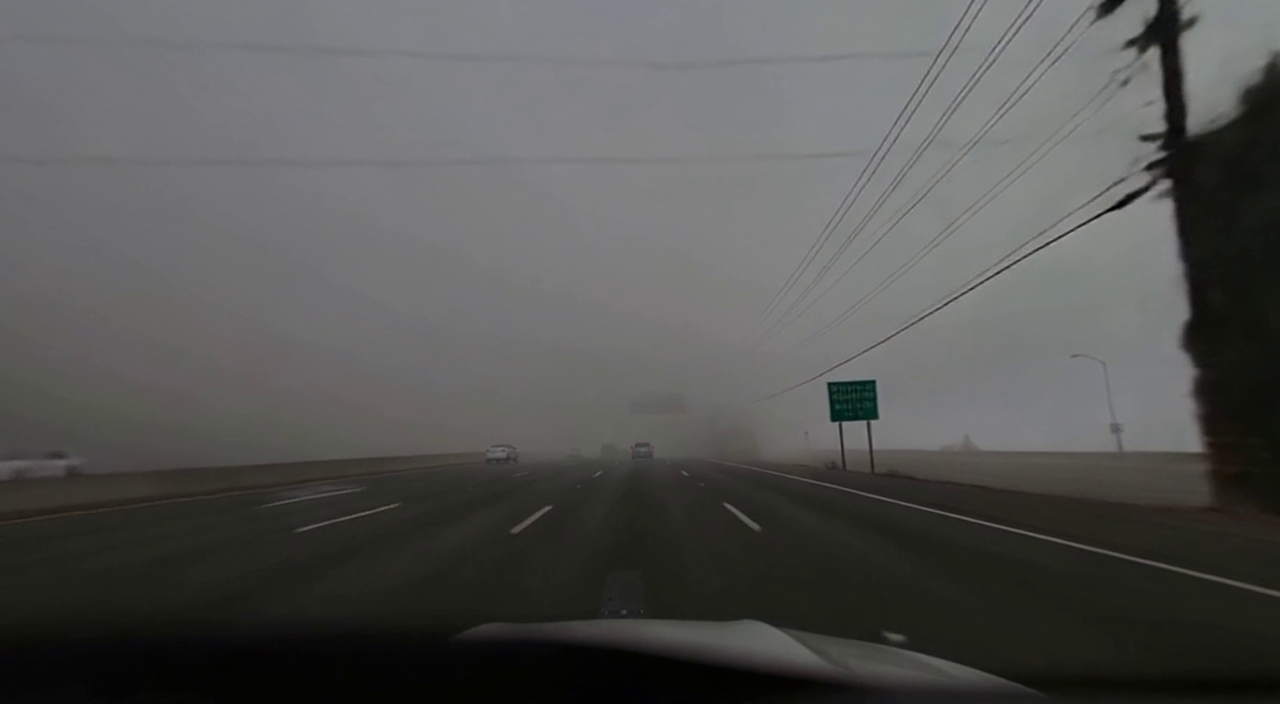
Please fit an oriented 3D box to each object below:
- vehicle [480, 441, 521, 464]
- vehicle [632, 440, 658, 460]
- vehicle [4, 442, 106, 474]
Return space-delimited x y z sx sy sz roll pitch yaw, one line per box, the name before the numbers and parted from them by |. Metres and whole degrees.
vehicle | -10.075 7.282 45.906 1.947 1.528 4.355 0 -8 1
vehicle | 0.367 7.717 49.907 2.036 1.474 3.969 0 -8 0
vehicle | -28.022 5.087 30.346 1.542 1.400 3.449 -2 -9 0
